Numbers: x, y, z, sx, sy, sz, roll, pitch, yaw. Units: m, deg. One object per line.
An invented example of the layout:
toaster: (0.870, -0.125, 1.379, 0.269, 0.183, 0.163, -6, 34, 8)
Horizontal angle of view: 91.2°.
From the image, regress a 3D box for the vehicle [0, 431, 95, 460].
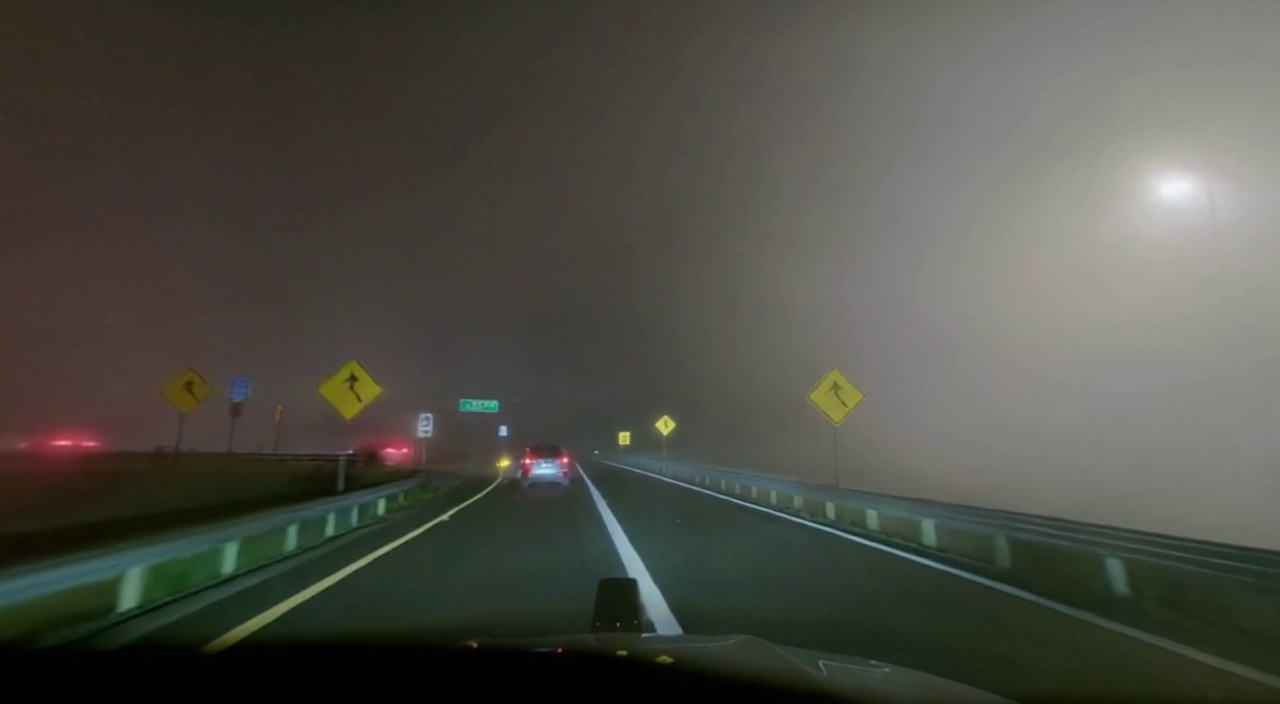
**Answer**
vehicle: (-32.220, 5.028, 33.640, 3.904, 1.482, 1.834, 1, -9, -10)

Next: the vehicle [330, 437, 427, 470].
vehicle: (-12.817, 4.975, 30.704, 4.278, 1.505, 2.018, -5, -10, 26)

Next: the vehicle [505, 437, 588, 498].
vehicle: (-2.593, 3.174, 17.600, 2.006, 1.486, 3.950, 1, -9, -8)
